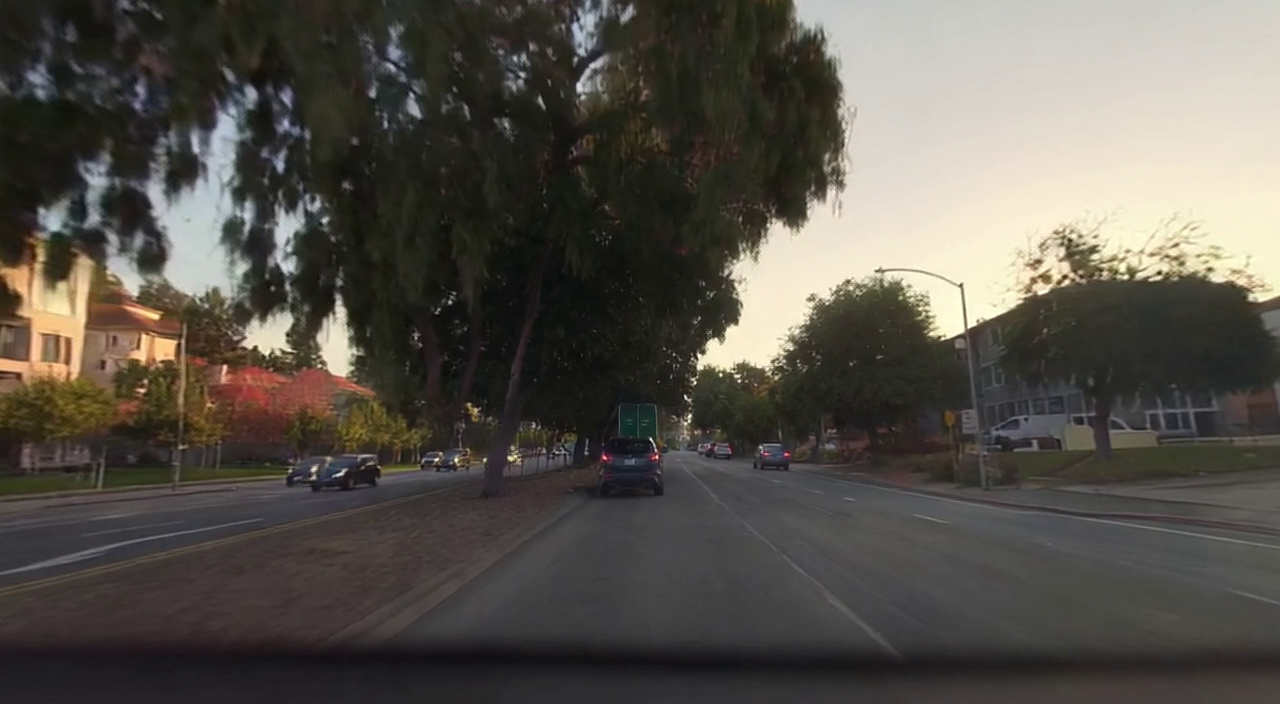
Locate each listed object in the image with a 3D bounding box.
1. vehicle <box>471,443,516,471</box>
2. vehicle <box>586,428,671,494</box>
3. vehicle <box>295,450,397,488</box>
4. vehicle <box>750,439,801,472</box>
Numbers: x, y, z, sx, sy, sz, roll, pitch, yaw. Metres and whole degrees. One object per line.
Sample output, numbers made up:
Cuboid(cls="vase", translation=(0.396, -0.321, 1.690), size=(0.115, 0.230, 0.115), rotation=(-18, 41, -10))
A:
Cuboid(cls="vehicle", translation=(-9.926, 7.136, 43.080), size=(2.010, 1.760, 4.406), rotation=(0, -8, 1))
Cuboid(cls="vehicle", translation=(-0.300, 3.349, 19.659), size=(2.332, 1.798, 4.546), rotation=(0, -8, 0))
Cuboid(cls="vehicle", translation=(-13.343, 5.298, 28.970), size=(2.198, 1.550, 4.824), rotation=(0, -8, 2))
Cuboid(cls="vehicle", translation=(7.597, 5.825, 35.781), size=(1.971, 1.722, 4.341), rotation=(0, -8, 1))
